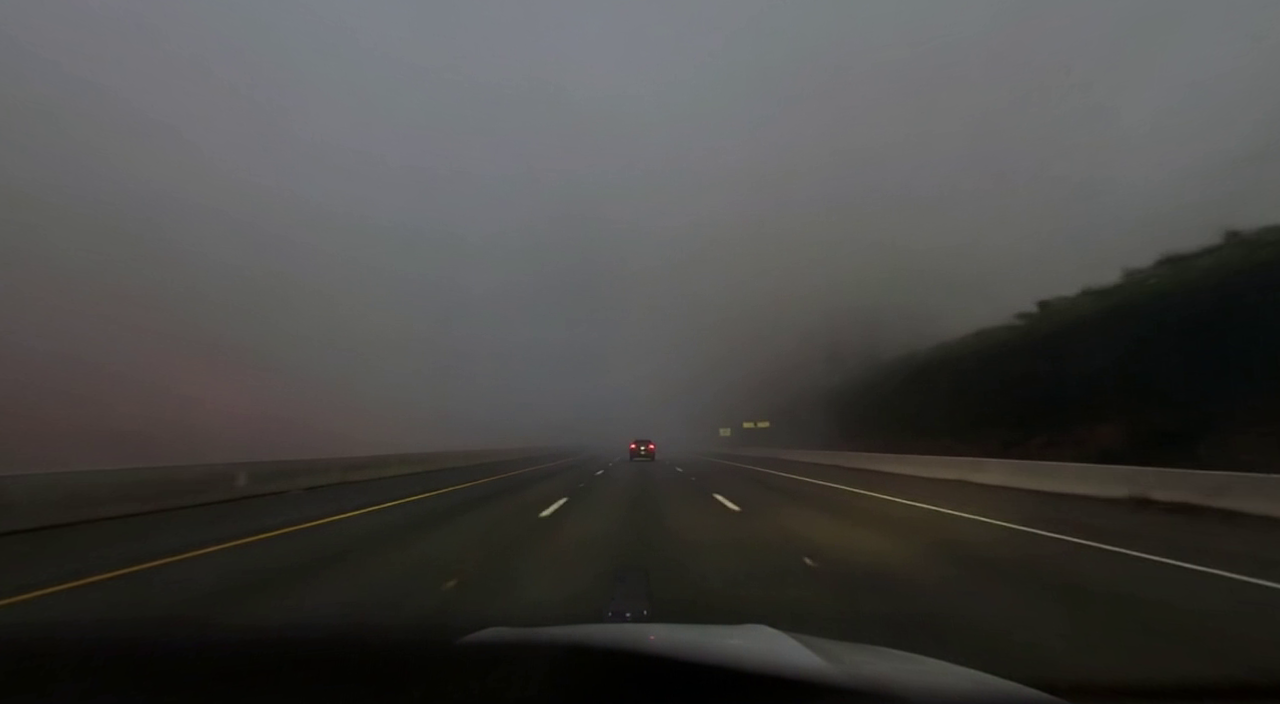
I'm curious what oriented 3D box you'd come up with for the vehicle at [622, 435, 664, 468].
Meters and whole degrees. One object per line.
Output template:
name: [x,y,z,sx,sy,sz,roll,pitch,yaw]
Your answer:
vehicle: [0.158,5.262,33.369,2.111,1.635,4.177,0,-8,0]
